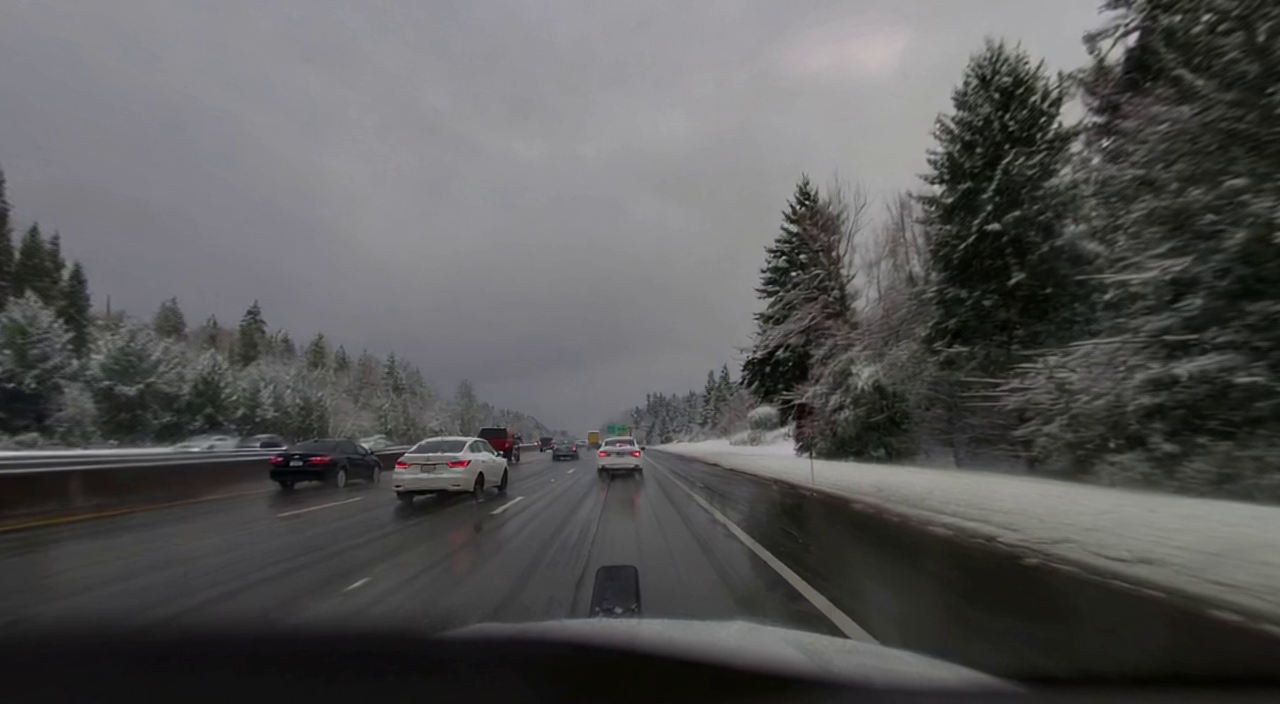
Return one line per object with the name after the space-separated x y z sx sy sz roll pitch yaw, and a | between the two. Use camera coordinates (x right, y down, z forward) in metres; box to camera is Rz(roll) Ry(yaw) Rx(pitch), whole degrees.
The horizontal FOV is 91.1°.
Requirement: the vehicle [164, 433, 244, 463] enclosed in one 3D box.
-25.650 5.638 37.133 1.887 1.644 4.075 0 -8 -2 | vehicle

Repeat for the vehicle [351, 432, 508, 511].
-4.393 2.526 13.966 1.971 1.464 4.386 0 -8 0 | vehicle

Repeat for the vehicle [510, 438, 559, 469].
-5.307 5.124 31.959 1.835 1.432 3.835 0 -8 0 | vehicle

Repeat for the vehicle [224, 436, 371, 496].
-9.293 3.074 17.460 1.850 1.439 3.932 0 -8 0 | vehicle

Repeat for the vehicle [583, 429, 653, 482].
-0.738 3.526 21.773 2.178 1.658 3.916 0 -8 -1 | vehicle
